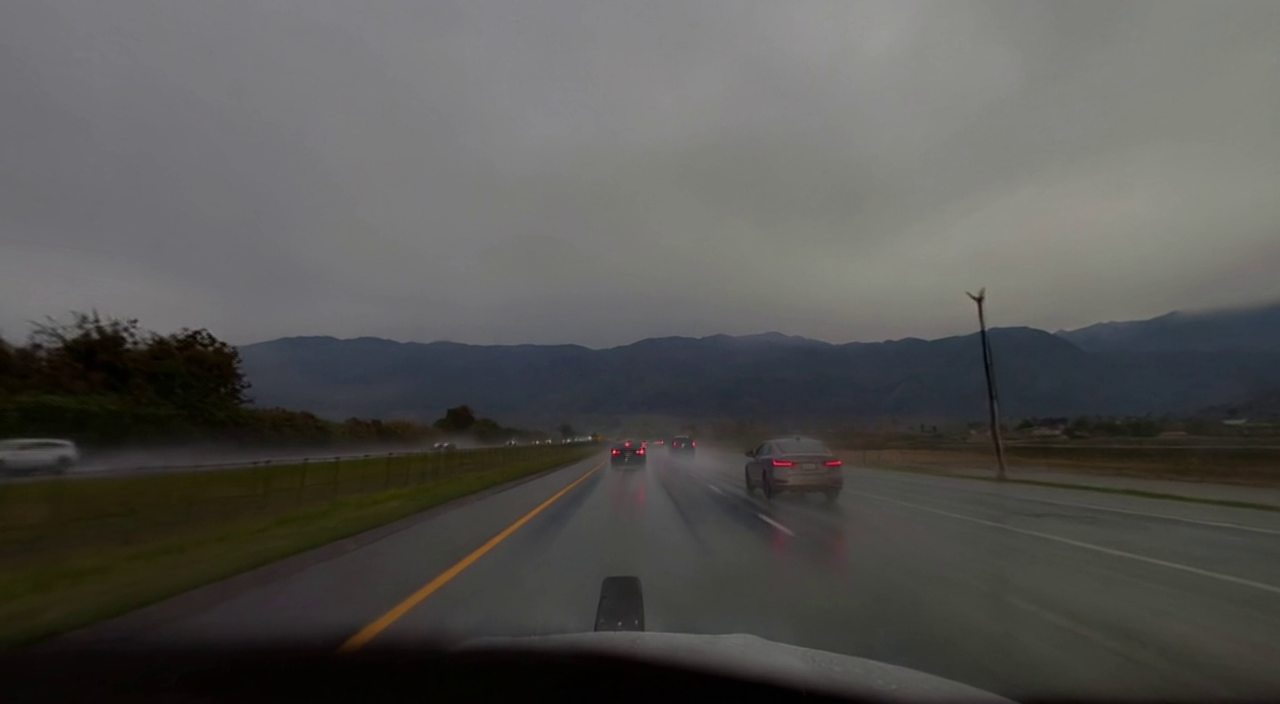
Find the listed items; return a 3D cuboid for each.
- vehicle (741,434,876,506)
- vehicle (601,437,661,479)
[{"bbox_3d":[3.786,2.708,14.972,1.957,1.447,4.241,0,-8,-1],"label":"vehicle"},{"bbox_3d":[-0.329,4.005,24.021,2.085,1.449,3.860,0,-8,0],"label":"vehicle"}]
